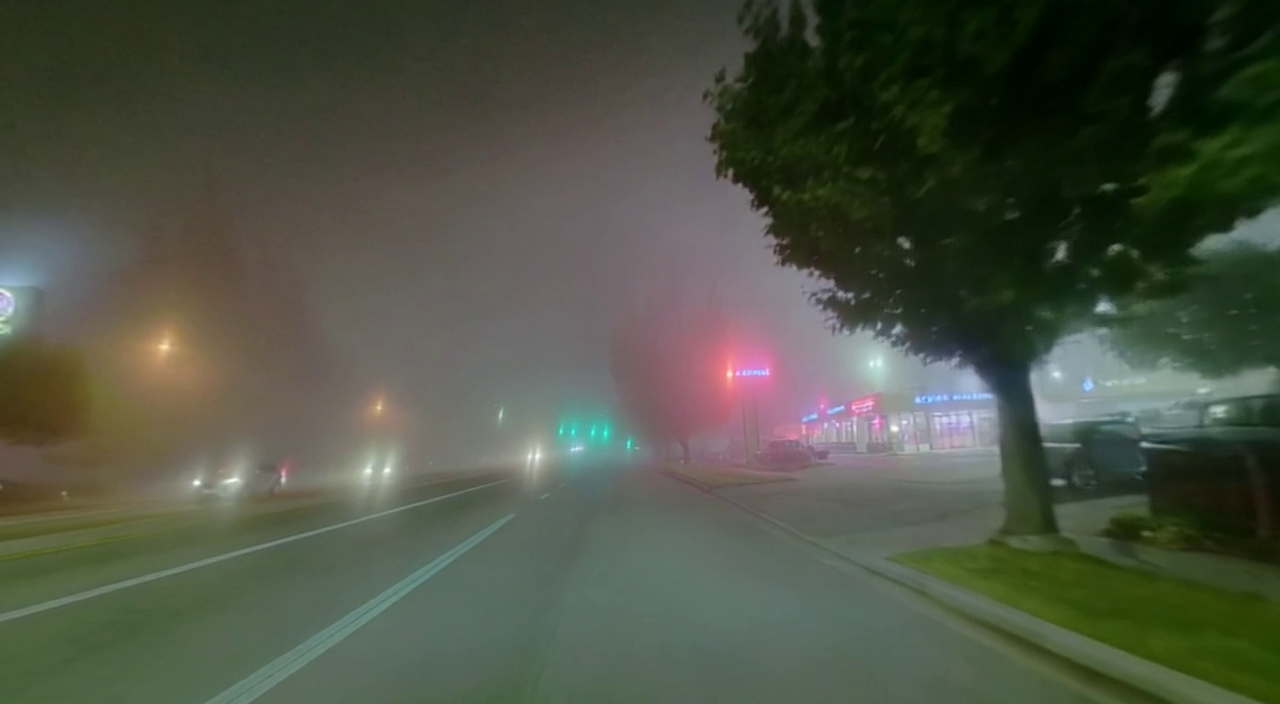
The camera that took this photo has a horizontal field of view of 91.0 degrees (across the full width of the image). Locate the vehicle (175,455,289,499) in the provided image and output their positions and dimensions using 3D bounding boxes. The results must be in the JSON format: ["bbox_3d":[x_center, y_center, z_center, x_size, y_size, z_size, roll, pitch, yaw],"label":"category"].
[{"bbox_3d":[-18.914,5.788,29.521,2.067,1.806,4.832,0,-8,0],"label":"vehicle"}]

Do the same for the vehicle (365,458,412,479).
[{"bbox_3d":[-19.597,9.059,49.197,1.834,1.469,4.496,0,-8,-1],"label":"vehicle"}]
